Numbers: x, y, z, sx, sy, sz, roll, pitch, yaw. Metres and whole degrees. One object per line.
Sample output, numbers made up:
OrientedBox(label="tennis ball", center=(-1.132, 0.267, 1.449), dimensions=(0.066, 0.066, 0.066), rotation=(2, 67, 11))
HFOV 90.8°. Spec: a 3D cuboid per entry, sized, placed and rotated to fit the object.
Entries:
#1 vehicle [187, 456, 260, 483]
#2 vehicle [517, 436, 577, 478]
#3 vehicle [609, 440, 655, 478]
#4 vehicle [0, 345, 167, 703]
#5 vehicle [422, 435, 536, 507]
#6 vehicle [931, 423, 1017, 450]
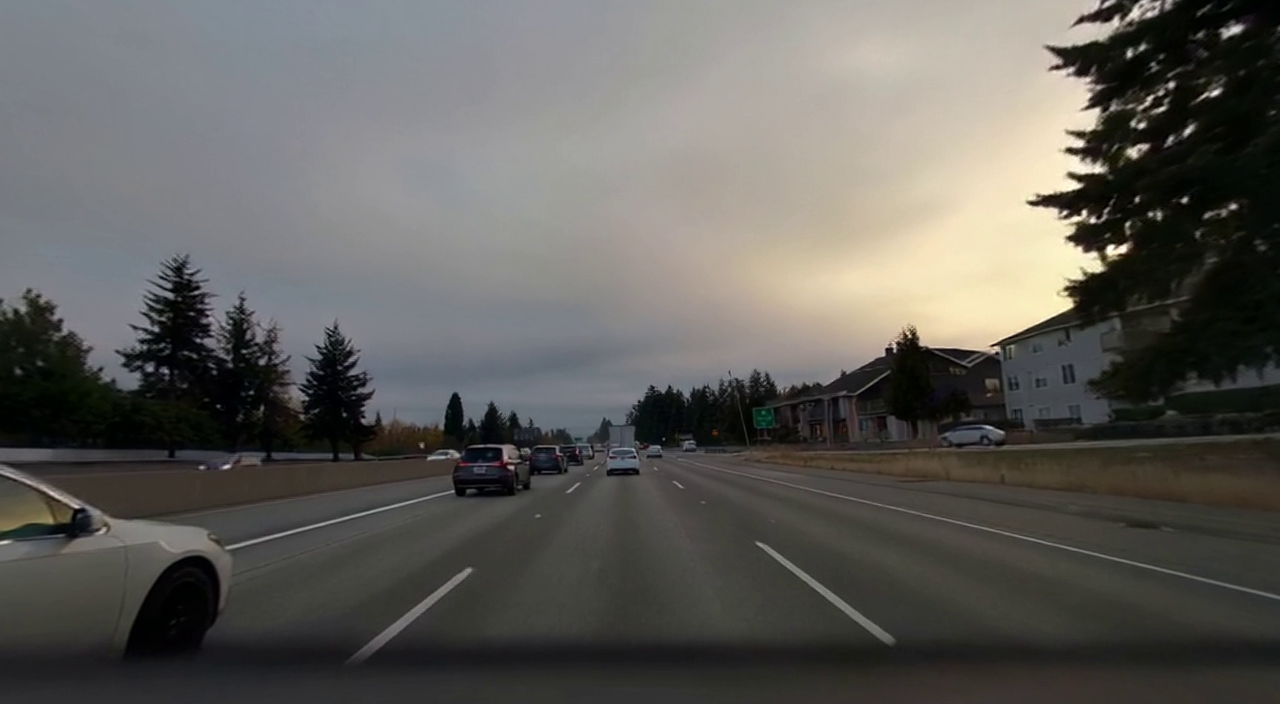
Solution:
OrientedBox(label="vehicle", center=(-28.173, 7.955, 42.917), dimensions=(1.996, 1.677, 4.250), rotation=(0, -9, 1))
OrientedBox(label="vehicle", center=(-4.603, 5.301, 32.108), dimensions=(2.301, 1.944, 5.482), rotation=(0, -9, -1))
OrientedBox(label="vehicle", center=(-0.400, 5.132, 30.574), dimensions=(2.063, 1.703, 4.203), rotation=(0, -9, -1))
OrientedBox(label="vehicle", center=(-3.480, 0.615, 0.984), dimensions=(2.027, 1.713, 4.490), rotation=(0, -9, -1))
OrientedBox(label="vehicle", center=(-4.103, 3.095, 16.842), dimensions=(1.988, 1.668, 4.021), rotation=(0, -9, 0))
OrientedBox(label="vehicle", center=(19.262, 4.966, 36.677), dimensions=(1.894, 1.458, 4.268), rotation=(3, -9, -16))
